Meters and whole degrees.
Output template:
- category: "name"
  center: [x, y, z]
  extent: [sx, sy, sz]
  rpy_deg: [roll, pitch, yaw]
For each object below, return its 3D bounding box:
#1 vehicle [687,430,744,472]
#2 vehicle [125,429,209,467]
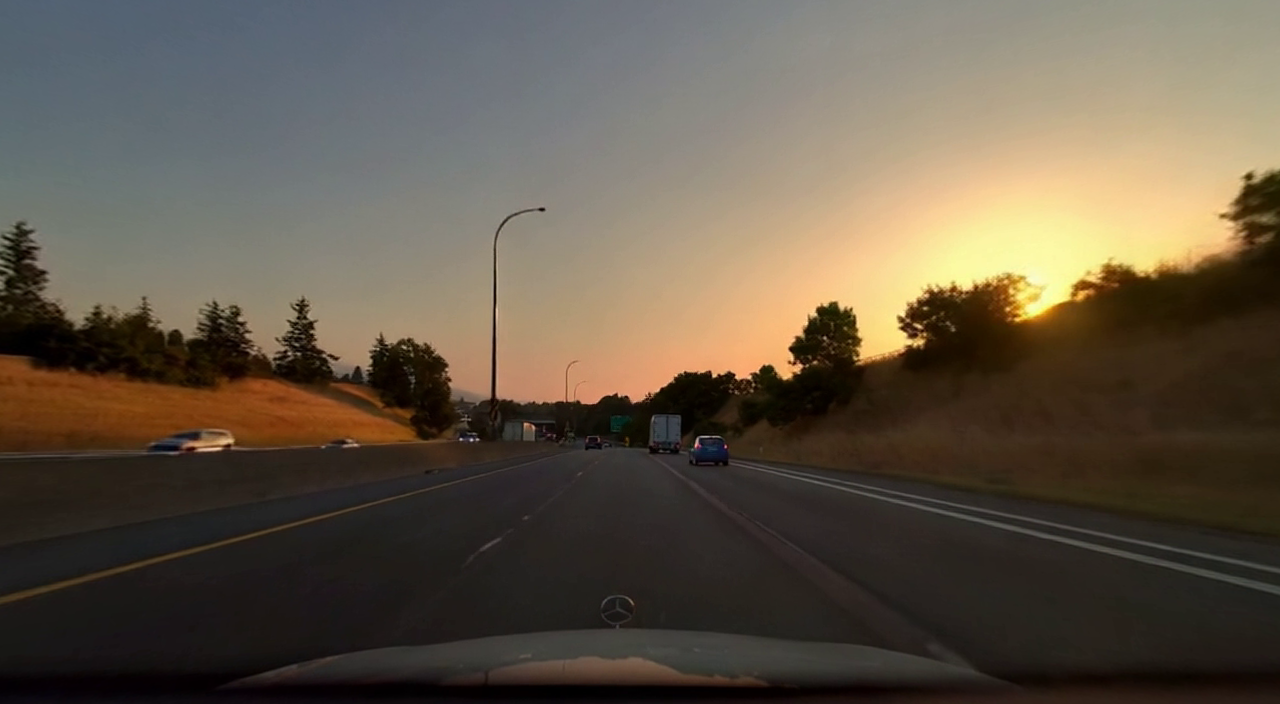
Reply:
- category: "vehicle"
  center: [3.578, 4.803, 30.822]
  extent: [2.076, 1.914, 4.287]
  rpy_deg: [0, -8, -2]
- category: "vehicle"
  center: [-36.286, 7.355, 48.577]
  extent: [2.260, 2.710, 5.363]
  rpy_deg: [0, -8, 0]
